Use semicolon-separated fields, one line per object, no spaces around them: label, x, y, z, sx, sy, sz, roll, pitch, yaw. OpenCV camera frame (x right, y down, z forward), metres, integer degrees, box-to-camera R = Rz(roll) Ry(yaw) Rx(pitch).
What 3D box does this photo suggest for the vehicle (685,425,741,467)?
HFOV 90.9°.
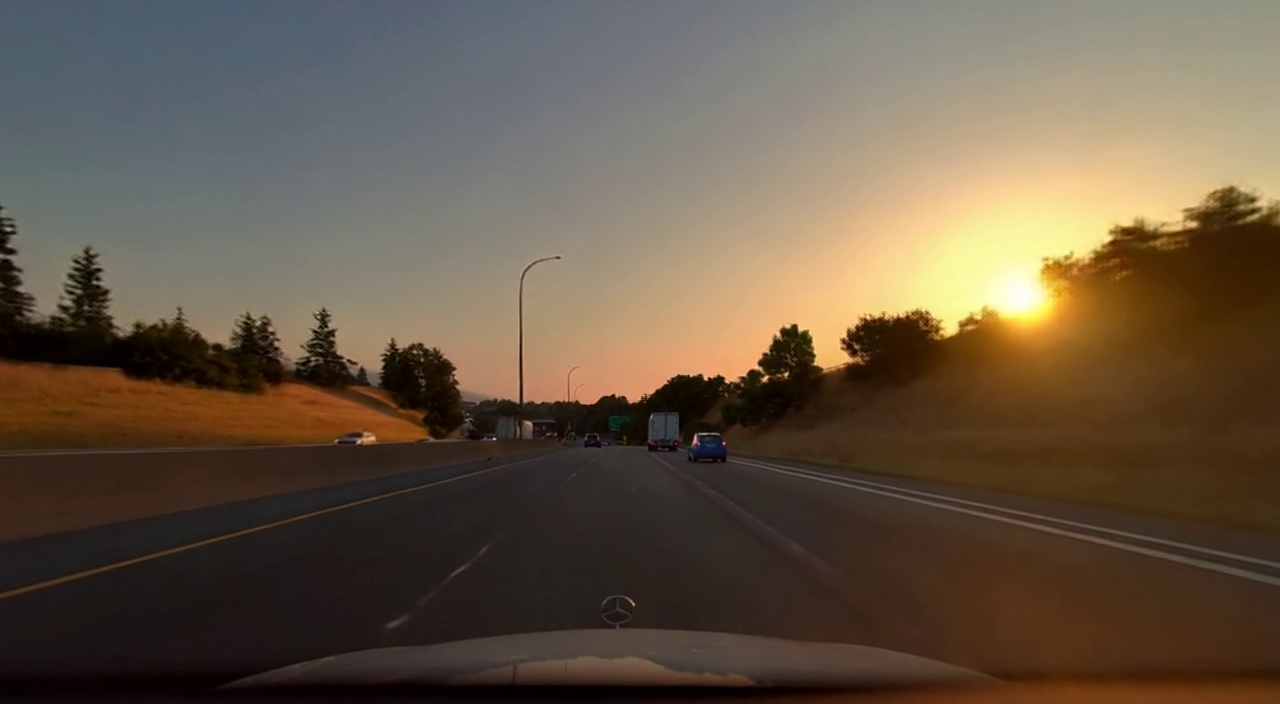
vehicle;3.530;4.621;31.150;2.076;1.914;4.287;0;-8;-2
